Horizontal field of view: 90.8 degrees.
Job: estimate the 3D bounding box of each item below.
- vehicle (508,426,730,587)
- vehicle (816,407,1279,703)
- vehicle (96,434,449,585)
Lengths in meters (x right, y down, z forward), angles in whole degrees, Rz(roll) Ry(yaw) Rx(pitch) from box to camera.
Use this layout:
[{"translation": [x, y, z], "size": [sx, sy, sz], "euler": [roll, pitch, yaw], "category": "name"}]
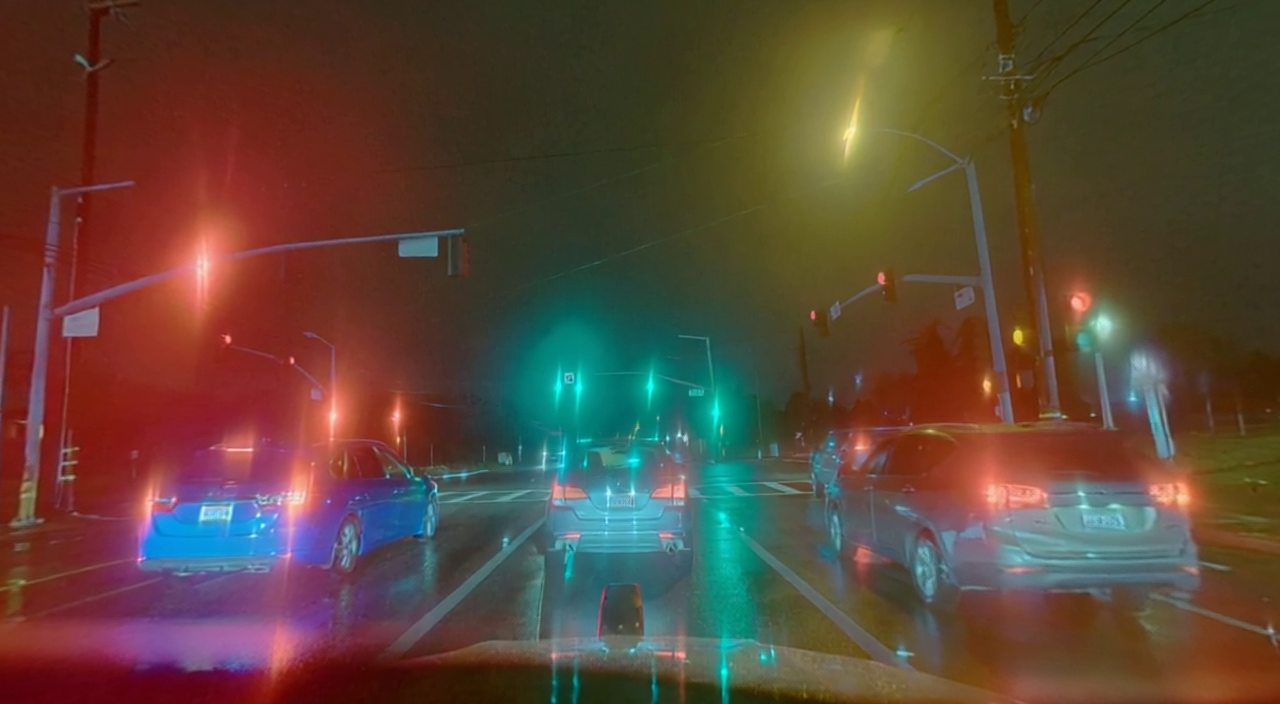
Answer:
[{"translation": [-0.233, 1.757, 8.056], "size": [2.061, 1.485, 4.196], "euler": [0, -8, -1], "category": "vehicle"}, {"translation": [2.910, 1.301, 5.060], "size": [1.860, 1.494, 3.707], "euler": [0, -8, -1], "category": "vehicle"}, {"translation": [-4.359, 1.901, 8.556], "size": [2.106, 1.492, 4.312], "euler": [0, -8, 1], "category": "vehicle"}]
